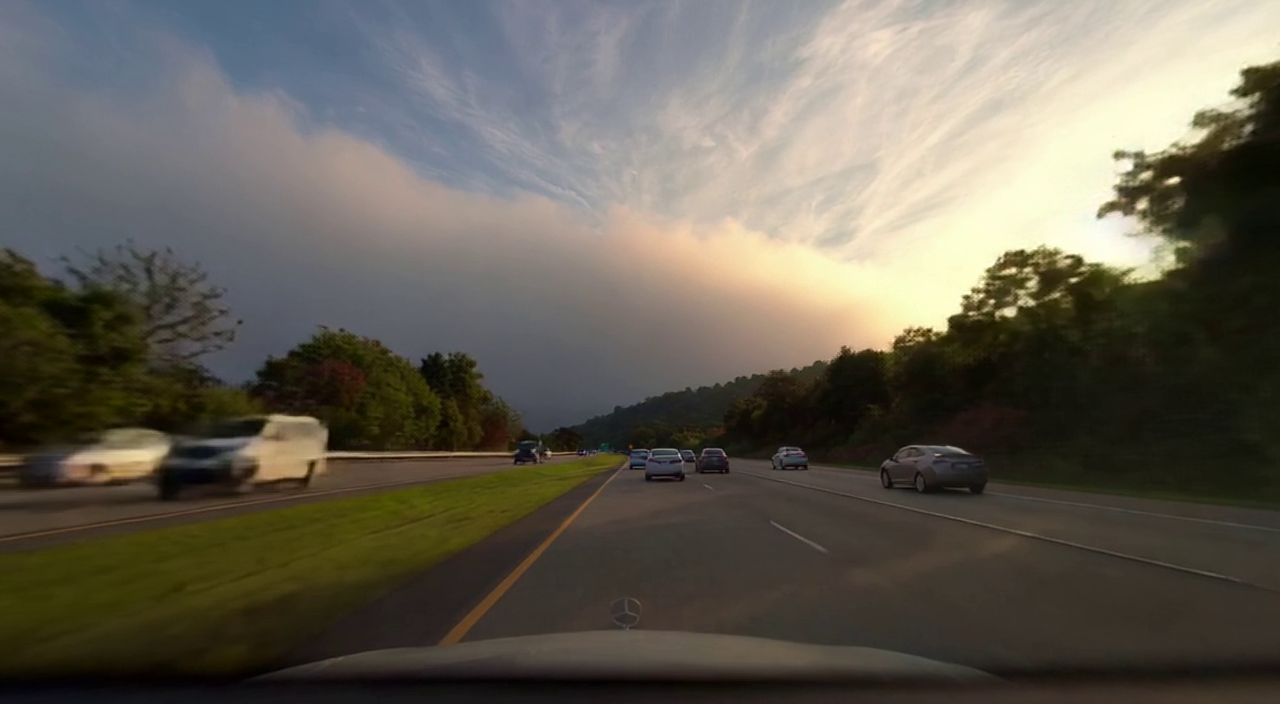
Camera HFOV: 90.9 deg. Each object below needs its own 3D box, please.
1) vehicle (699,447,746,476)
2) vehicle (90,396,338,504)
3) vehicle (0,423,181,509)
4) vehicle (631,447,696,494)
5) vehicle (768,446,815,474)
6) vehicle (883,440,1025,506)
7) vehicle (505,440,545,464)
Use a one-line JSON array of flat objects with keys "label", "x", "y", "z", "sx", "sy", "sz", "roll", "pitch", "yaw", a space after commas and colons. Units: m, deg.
[{"label": "vehicle", "x": 4.496, "y": 6.039, "z": 34.912, "sx": 1.981, "sy": 1.518, "sz": 4.029, "roll": 0, "pitch": -9, "yaw": 0}, {"label": "vehicle", "x": -8.733, "y": 2.108, "z": 13.604, "sx": 2.055, "sy": 1.897, "sz": 4.576, "roll": 0, "pitch": -9, "yaw": 1}, {"label": "vehicle", "x": -12.510, "y": 2.437, "z": 13.780, "sx": 1.835, "sy": 1.583, "sz": 4.021, "roll": 0, "pitch": -9, "yaw": 0}, {"label": "vehicle", "x": 0.740, "y": 3.980, "z": 21.480, "sx": 2.020, "sy": 1.426, "sz": 3.702, "roll": 0, "pitch": -9, "yaw": 0}, {"label": "vehicle", "x": 9.306, "y": 6.652, "z": 39.039, "sx": 1.957, "sy": 1.594, "sz": 3.632, "roll": 0, "pitch": -9, "yaw": 0}, {"label": "vehicle", "x": 8.249, "y": 3.191, "z": 17.014, "sx": 1.847, "sy": 1.554, "sz": 3.752, "roll": 0, "pitch": -9, "yaw": 0}, {"label": "vehicle", "x": -8.347, "y": 7.338, "z": 46.139, "sx": 2.039, "sy": 1.648, "sz": 4.621, "roll": -1, "pitch": -9, "yaw": 1}]
